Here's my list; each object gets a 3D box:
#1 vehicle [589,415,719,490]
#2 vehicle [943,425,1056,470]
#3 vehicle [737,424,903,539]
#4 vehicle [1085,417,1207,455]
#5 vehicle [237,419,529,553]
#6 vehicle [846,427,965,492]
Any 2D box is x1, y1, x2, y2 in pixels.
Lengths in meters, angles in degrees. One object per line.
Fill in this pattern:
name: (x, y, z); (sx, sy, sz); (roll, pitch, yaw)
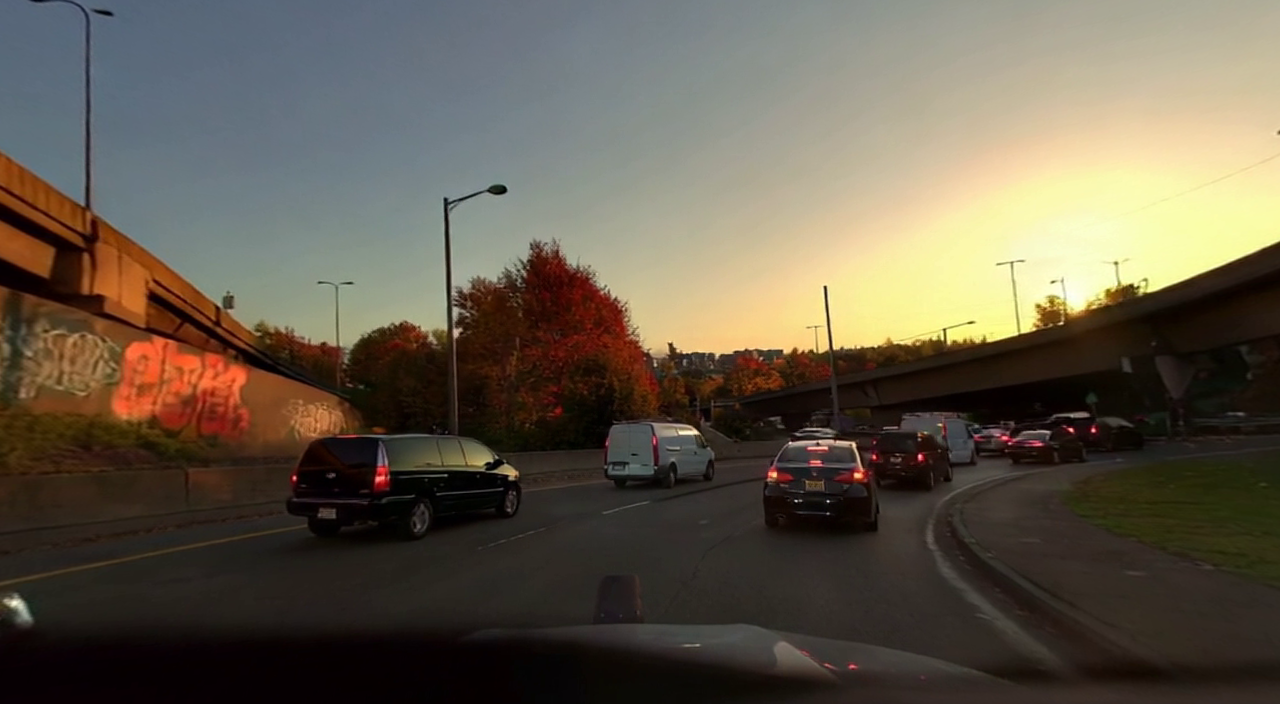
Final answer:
vehicle: (0.510, 2.830, 17.733); (1.835, 1.825, 4.005); (-6, -11, 32)
vehicle: (12.809, 3.393, 22.296); (3.902, 1.446, 1.780); (5, -11, -33)
vehicle: (3.153, 2.048, 10.457); (2.064, 1.515, 3.722); (-4, -10, 24)
vehicle: (20.752, 3.459, 25.738); (3.934, 1.485, 1.763); (2, -9, -14)
vehicle: (-3.544, 1.923, 9.638); (1.921, 1.554, 4.081); (-3, -9, 17)
vehicle: (7.366, 2.908, 17.166); (1.830, 1.519, 4.253); (-7, -11, 38)
